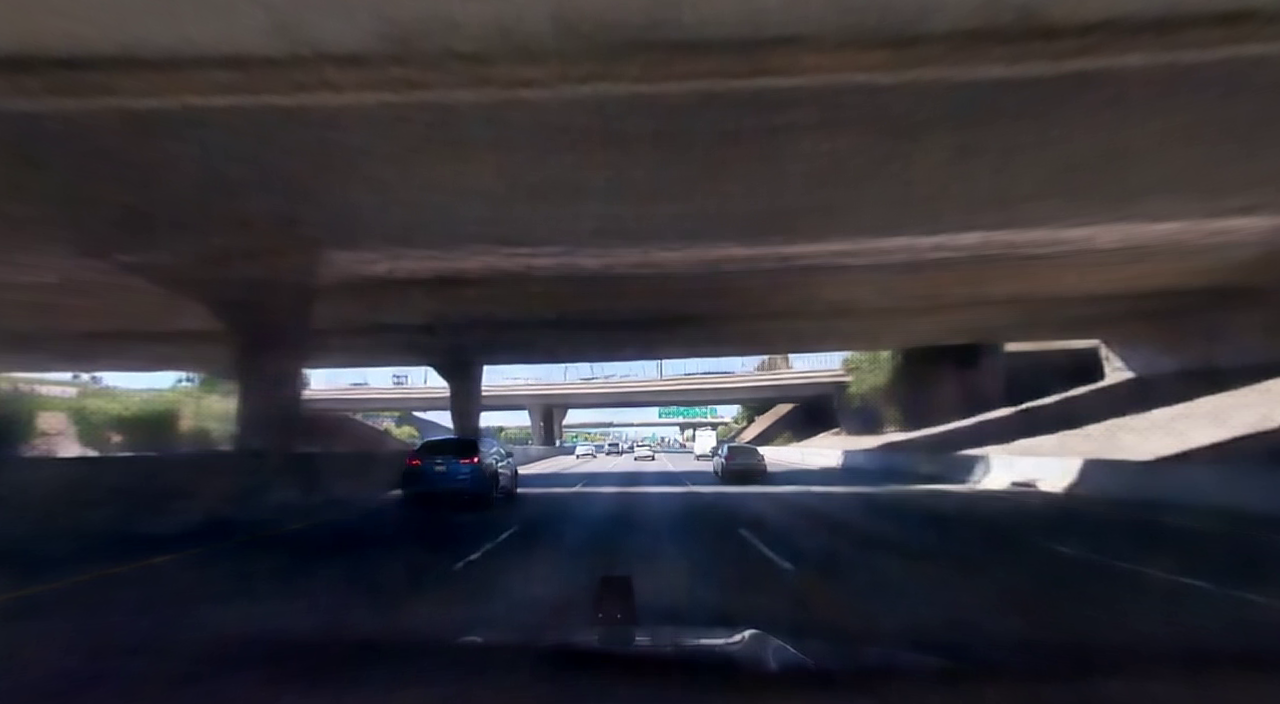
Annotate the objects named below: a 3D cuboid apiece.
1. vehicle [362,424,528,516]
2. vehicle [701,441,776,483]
[{"bbox_3d":[-3.915,2.447,13.582,2.193,1.641,4.077,0,-8,1],"label":"vehicle"},{"bbox_3d":[3.619,4.117,24.042,2.083,1.453,4.307,0,-8,-1],"label":"vehicle"}]
